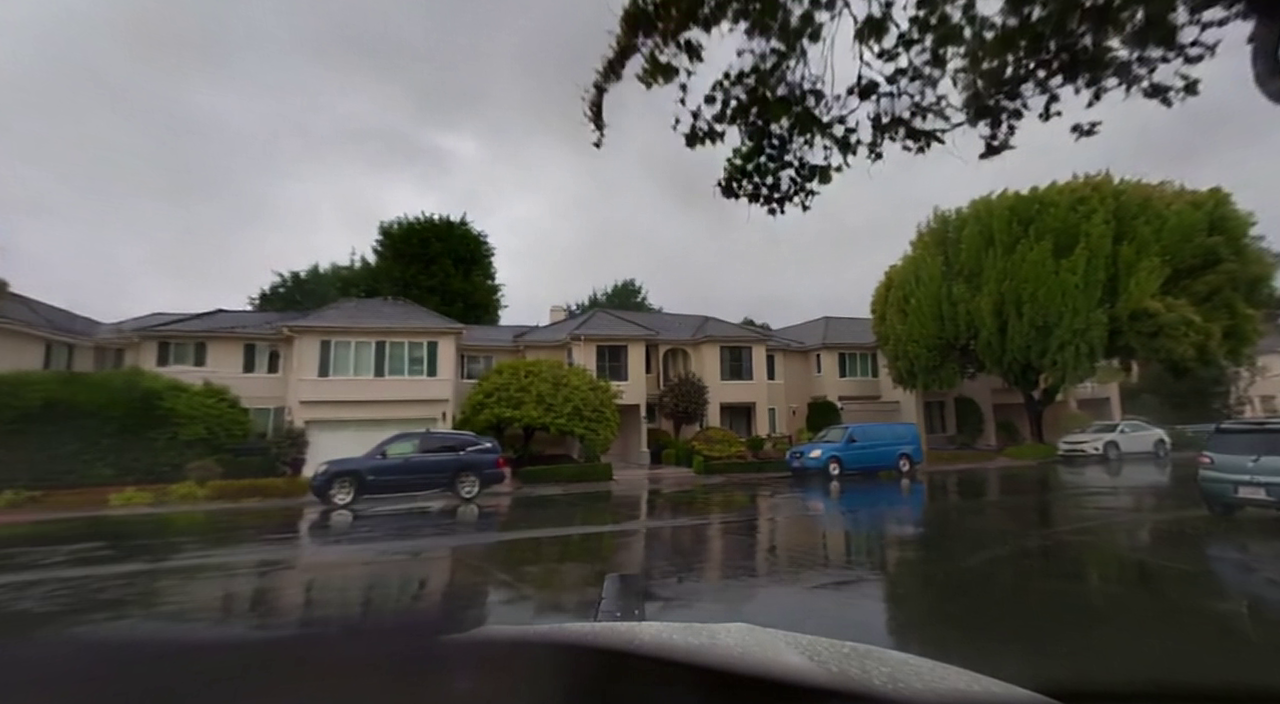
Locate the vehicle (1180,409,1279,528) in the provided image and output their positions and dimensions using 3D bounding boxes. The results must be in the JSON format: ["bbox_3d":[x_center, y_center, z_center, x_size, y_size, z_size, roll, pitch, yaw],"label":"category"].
[{"bbox_3d":[10.109,1.579,8.820,4.226,1.507,2.008,3,-8,-22],"label":"vehicle"}]

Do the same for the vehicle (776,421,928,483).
[{"bbox_3d":[5.691,2.650,16.991,3.513,1.507,1.798,3,-7,-20],"label":"vehicle"}]

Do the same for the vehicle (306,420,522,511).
[{"bbox_3d":[-4.505,2.184,12.604,3.746,1.518,1.845,5,-6,-27],"label":"vehicle"}]

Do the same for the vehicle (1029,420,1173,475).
[{"bbox_3d":[14.599,2.950,19.958,3.785,1.488,1.828,1,-6,-22],"label":"vehicle"}]
